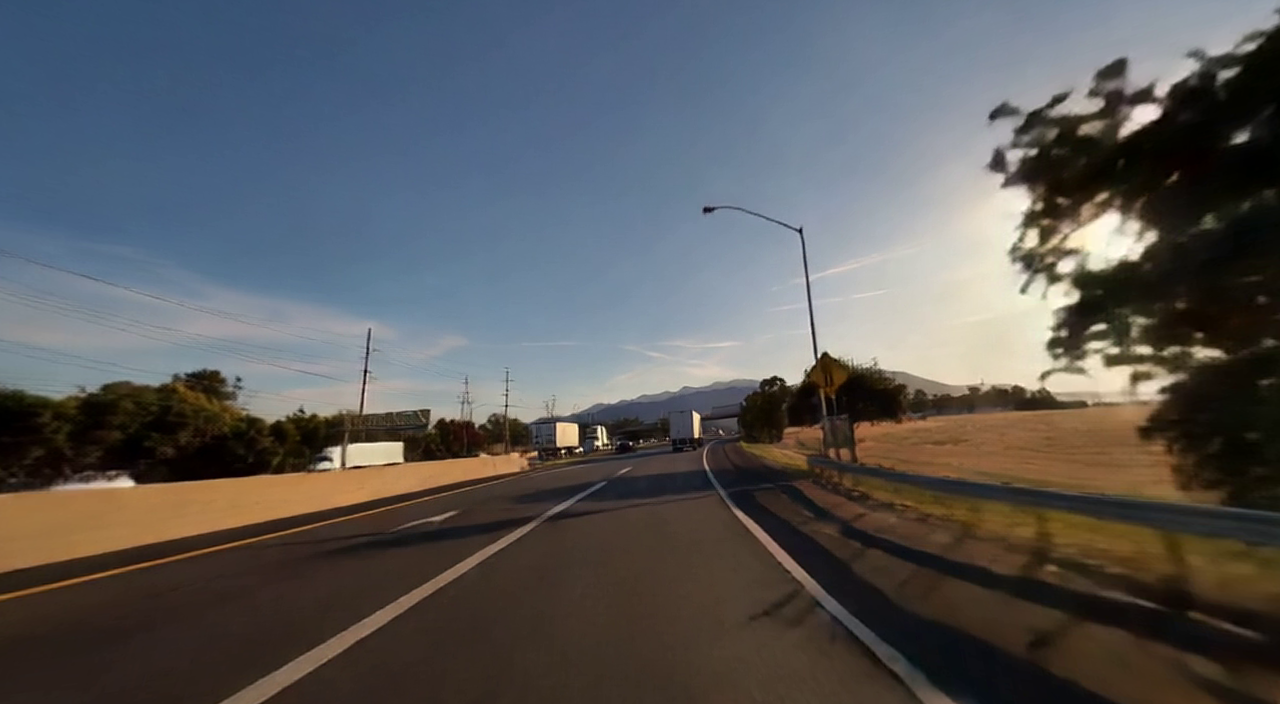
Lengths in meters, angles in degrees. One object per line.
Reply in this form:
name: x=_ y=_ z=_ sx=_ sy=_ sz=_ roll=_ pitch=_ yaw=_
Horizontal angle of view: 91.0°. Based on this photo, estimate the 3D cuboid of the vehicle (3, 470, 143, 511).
vehicle: x=-31.104 y=7.575 z=34.840 sx=2.205 sy=1.827 sz=5.323 roll=-2 pitch=-9 yaw=12
